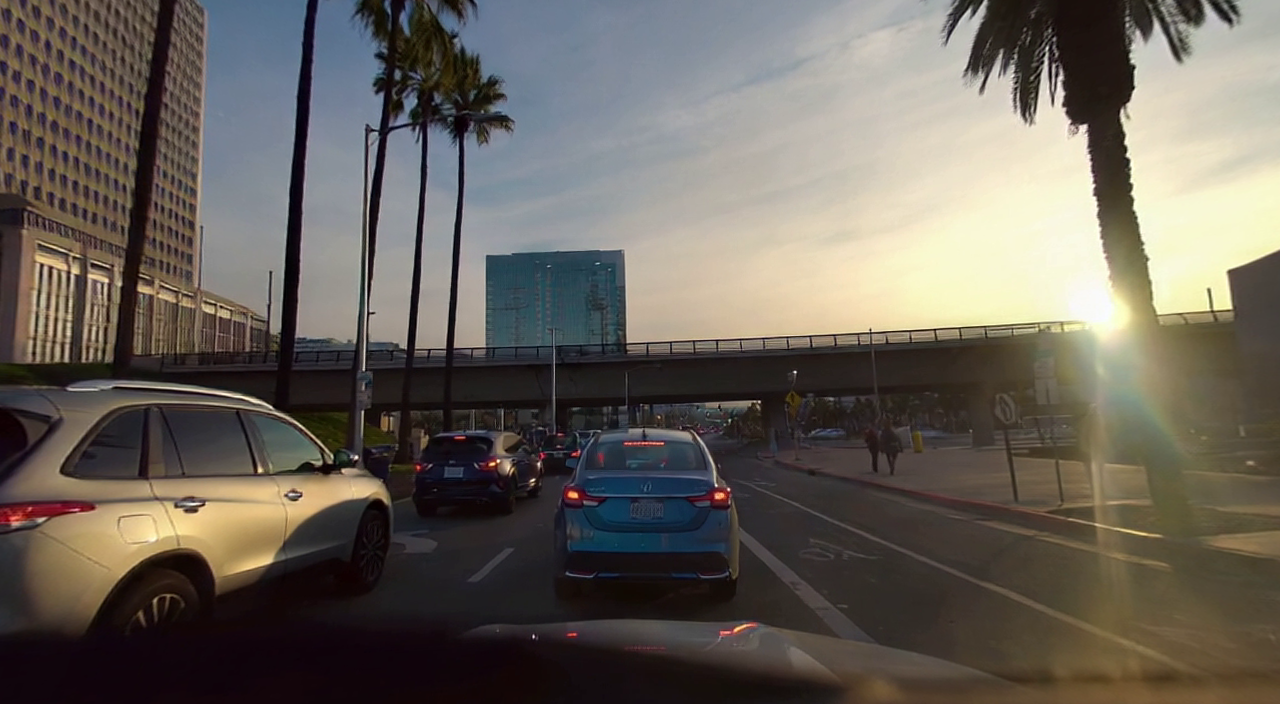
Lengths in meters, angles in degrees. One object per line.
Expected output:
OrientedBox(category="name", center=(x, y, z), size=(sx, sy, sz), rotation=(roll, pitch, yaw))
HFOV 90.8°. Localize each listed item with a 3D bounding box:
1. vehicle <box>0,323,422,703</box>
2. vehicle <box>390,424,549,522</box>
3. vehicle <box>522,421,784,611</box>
OrientedBox(category="vehicle", center=(-3.271, 1.066, 4.198), size=(2.014, 1.740, 4.359), rotation=(0, -8, 1))
OrientedBox(category="vehicle", center=(-3.185, 2.353, 12.766), size=(1.955, 1.637, 4.032), rotation=(0, -8, 2))
OrientedBox(category="vehicle", center=(0.087, 1.589, 7.045), size=(2.036, 1.461, 4.129), rotation=(0, -8, 0))
